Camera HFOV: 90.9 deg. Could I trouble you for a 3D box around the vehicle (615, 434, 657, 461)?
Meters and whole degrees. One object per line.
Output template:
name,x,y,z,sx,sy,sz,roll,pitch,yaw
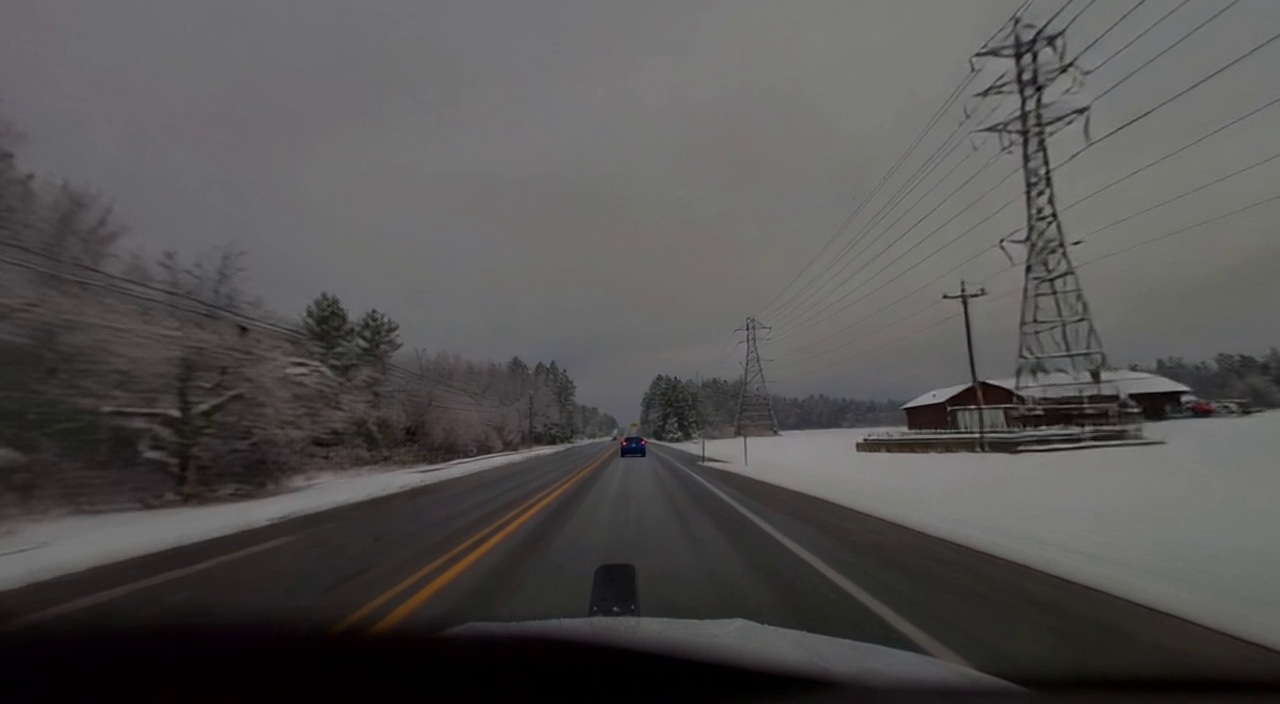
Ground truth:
vehicle,-0.227,5.391,35.884,2.241,1.471,3.829,0,-8,-1
